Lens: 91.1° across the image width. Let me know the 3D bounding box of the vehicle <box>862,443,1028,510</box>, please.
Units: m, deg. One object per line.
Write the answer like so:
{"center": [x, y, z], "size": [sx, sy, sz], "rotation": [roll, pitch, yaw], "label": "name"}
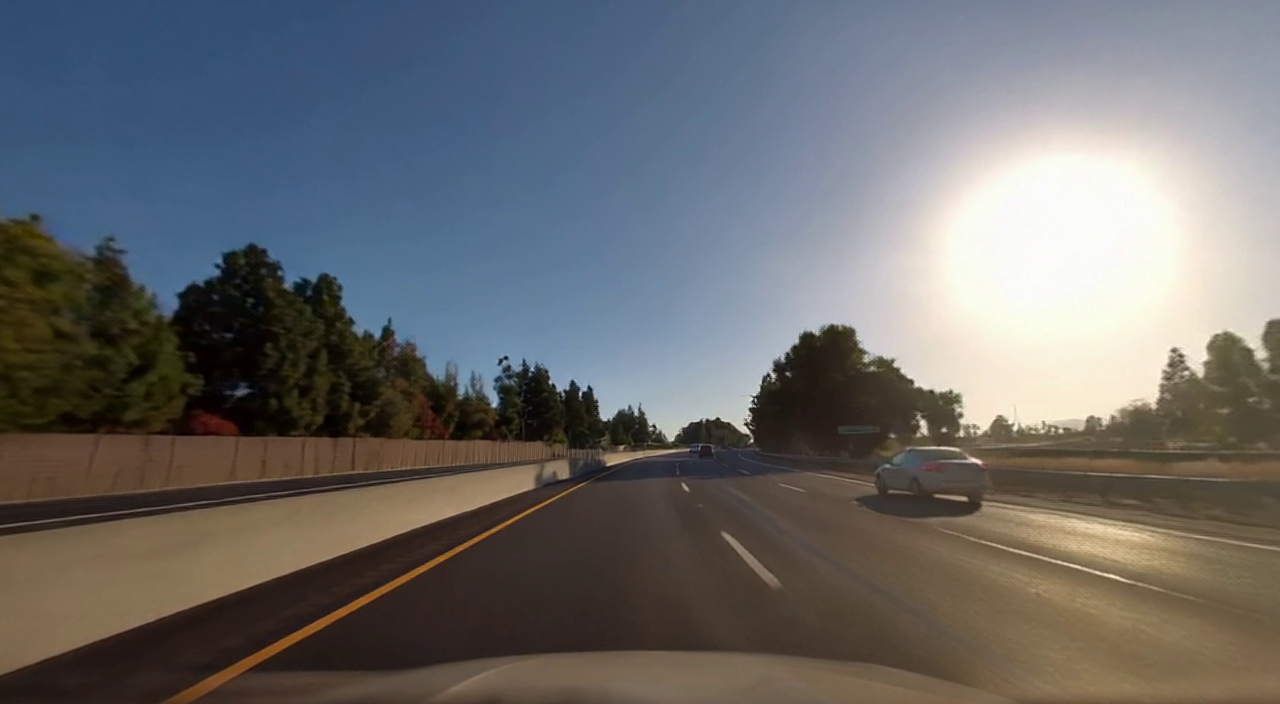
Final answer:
{"center": [7.660, 3.149, 16.418], "size": [1.983, 1.486, 4.545], "rotation": [0, -9, -1], "label": "vehicle"}
